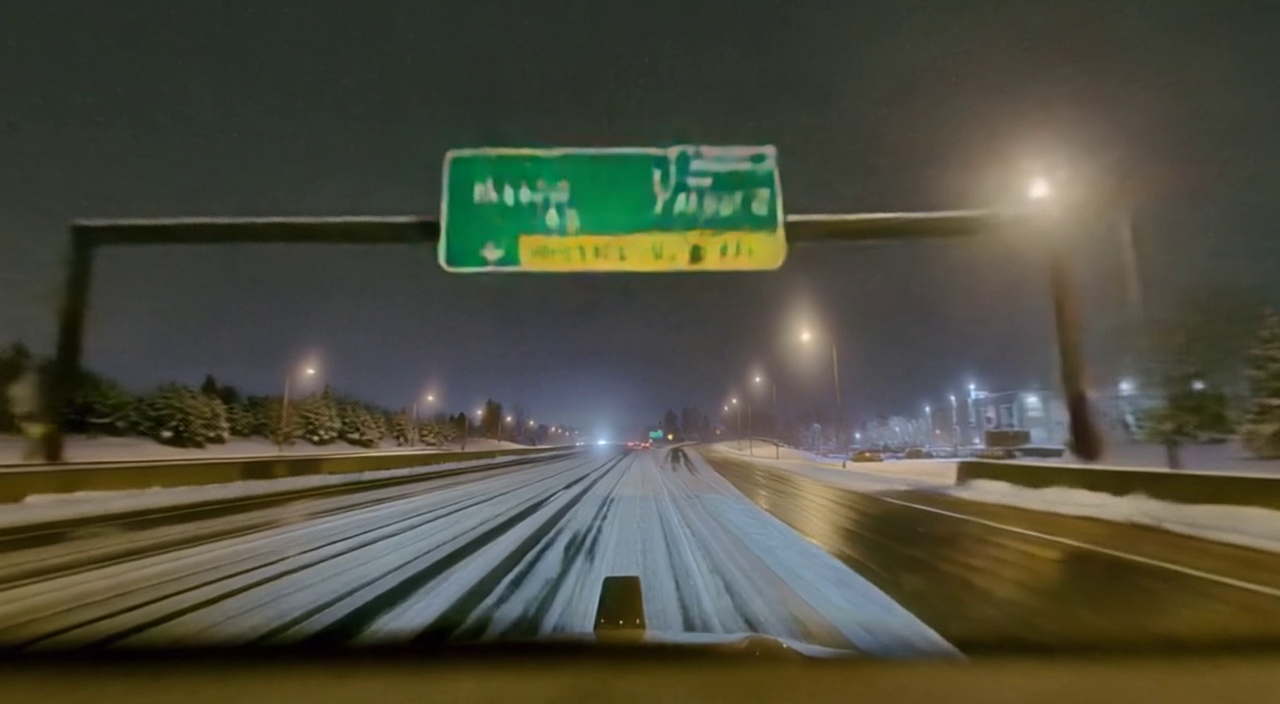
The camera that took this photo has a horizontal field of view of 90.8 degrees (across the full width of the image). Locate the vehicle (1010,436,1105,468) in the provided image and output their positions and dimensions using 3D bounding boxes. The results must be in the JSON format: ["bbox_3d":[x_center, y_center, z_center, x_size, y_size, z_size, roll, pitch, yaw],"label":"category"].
[{"bbox_3d":[32.325,7.766,49.301,2.715,2.214,6.889,1,-8,0],"label":"vehicle"}]
